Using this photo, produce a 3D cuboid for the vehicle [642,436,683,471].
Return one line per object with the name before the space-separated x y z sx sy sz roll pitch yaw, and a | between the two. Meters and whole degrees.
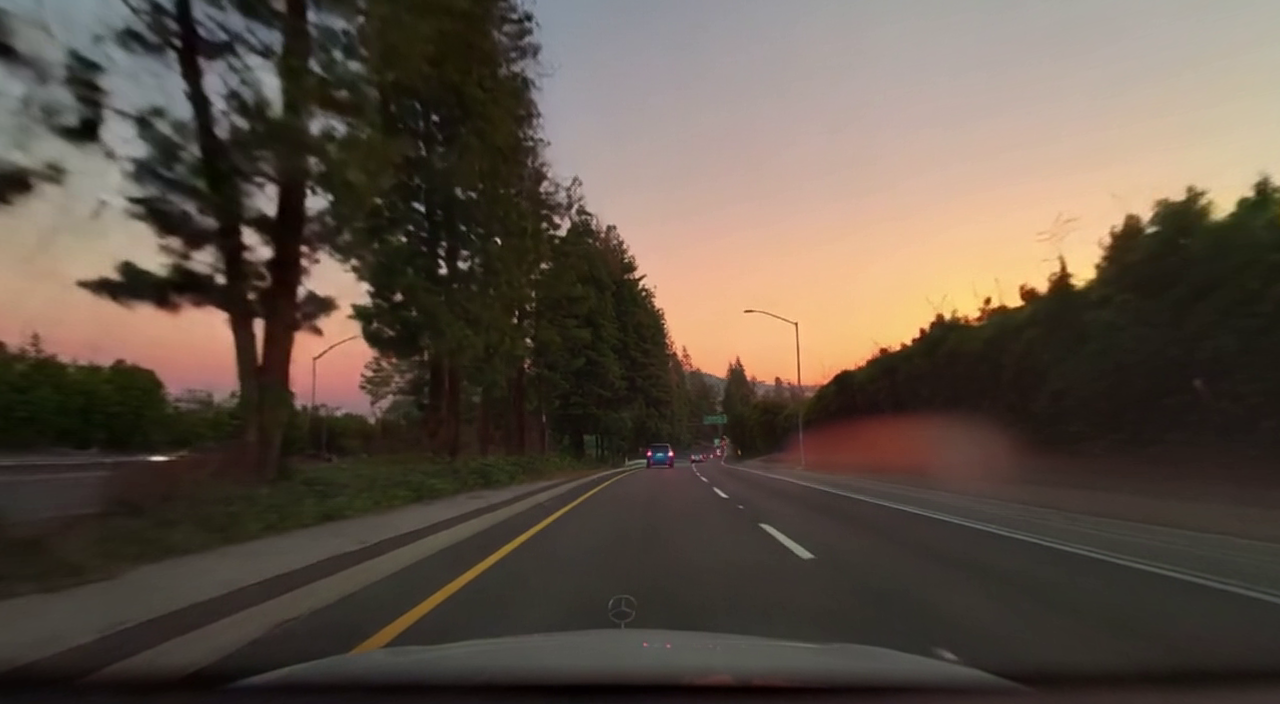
vehicle | 1.556 6.758 42.085 2.546 2.126 5.153 -1 -8 3
